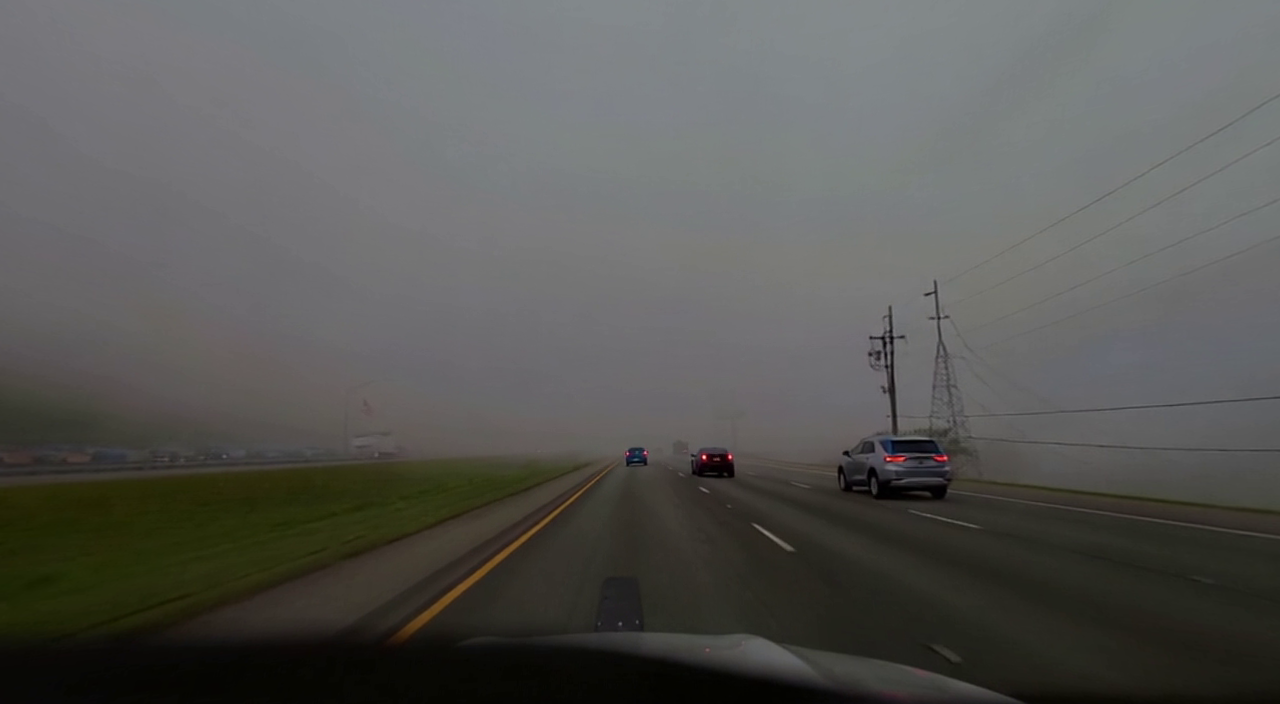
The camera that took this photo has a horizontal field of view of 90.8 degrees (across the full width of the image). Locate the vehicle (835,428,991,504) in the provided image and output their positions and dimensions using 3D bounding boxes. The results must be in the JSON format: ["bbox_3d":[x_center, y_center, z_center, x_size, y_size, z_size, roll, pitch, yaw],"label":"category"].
[{"bbox_3d":[7.316,3.085,17.617,2.114,1.800,4.779,0,-8,-1],"label":"vehicle"}]

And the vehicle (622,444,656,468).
[{"bbox_3d":[-0.067,6.641,40.405,2.085,1.449,3.860,0,-8,-1],"label":"vehicle"}]

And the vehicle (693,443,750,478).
[{"bbox_3d":[3.694,4.994,29.343,1.978,1.488,4.252,0,-8,-1],"label":"vehicle"}]
